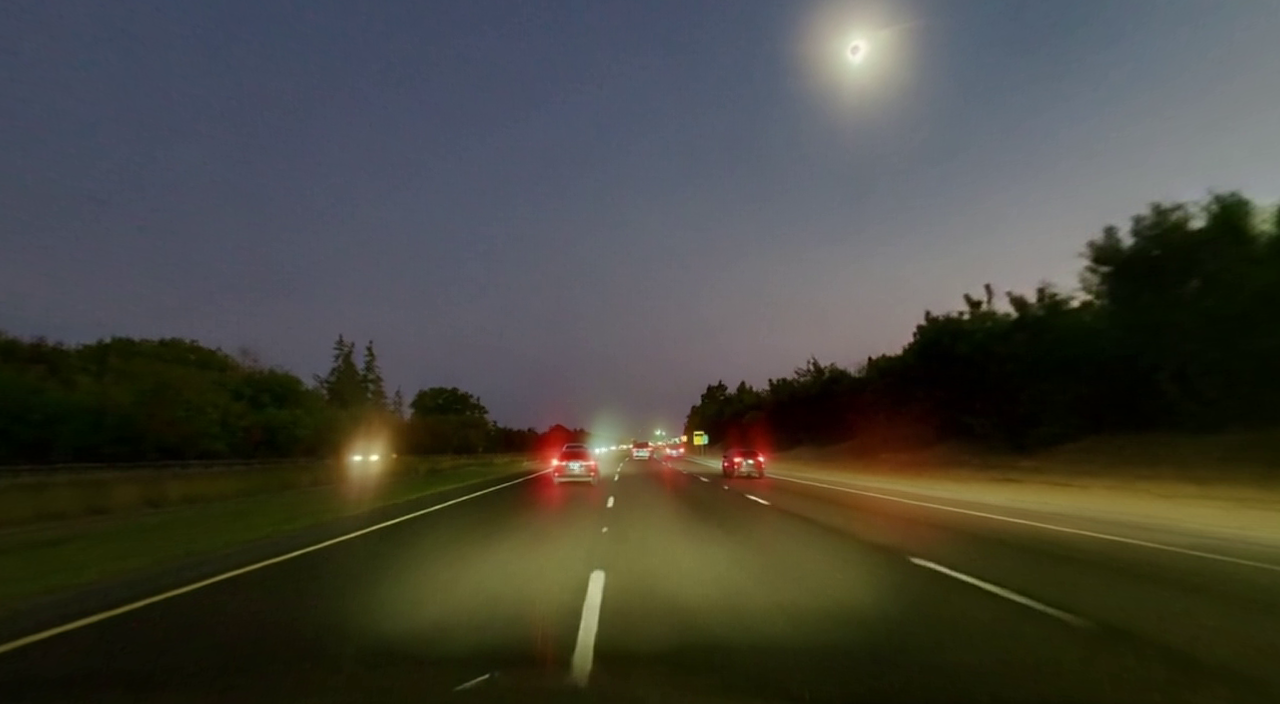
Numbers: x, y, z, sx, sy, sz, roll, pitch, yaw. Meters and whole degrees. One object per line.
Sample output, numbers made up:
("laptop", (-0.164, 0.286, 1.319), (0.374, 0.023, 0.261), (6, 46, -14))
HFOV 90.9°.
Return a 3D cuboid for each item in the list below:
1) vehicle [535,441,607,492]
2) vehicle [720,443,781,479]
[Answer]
("vehicle", (-2.183, 3.779, 21.129), (2.053, 1.483, 4.185), (0, -9, -2))
("vehicle", (4.914, 4.881, 28.418), (1.926, 1.483, 3.528), (0, -9, -3))
